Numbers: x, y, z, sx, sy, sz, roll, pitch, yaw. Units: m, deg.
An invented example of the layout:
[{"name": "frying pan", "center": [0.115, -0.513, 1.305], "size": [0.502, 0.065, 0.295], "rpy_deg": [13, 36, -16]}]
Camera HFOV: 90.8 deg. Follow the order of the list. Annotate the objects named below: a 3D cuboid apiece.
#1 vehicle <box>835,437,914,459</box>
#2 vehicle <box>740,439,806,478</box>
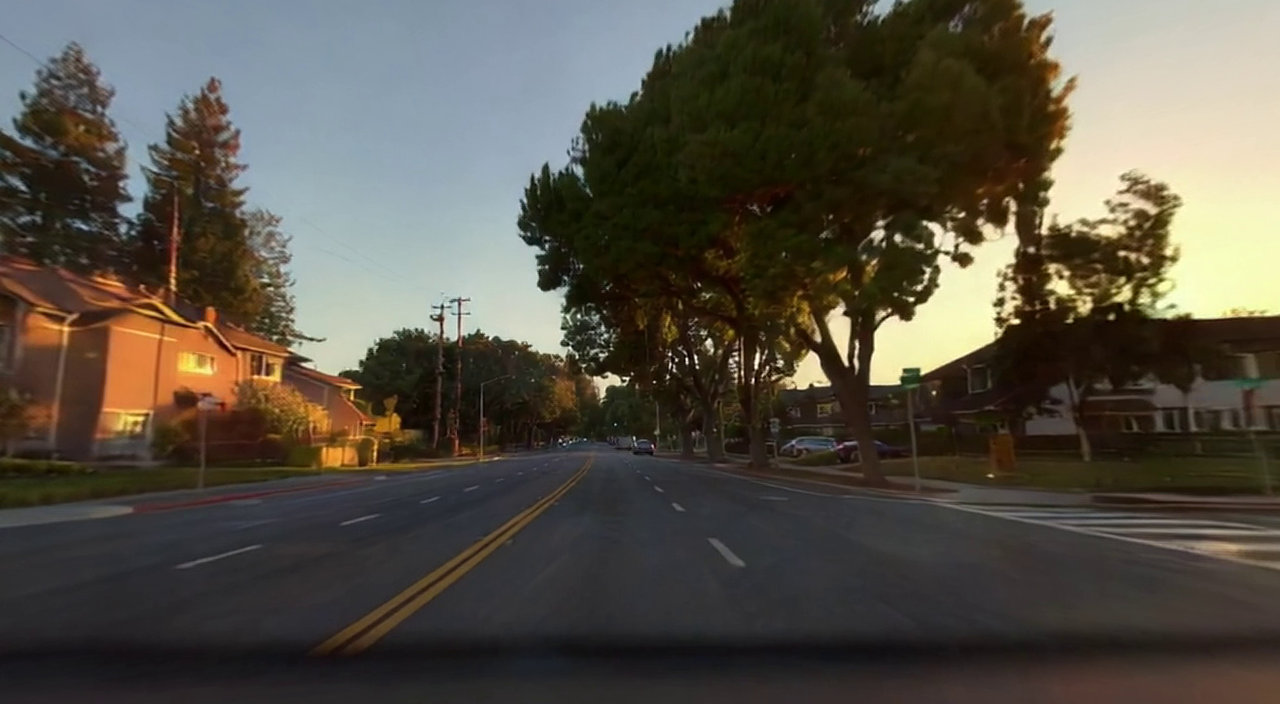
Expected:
[{"name": "vehicle", "center": [16.022, 6.588, 43.346], "size": [4.656, 1.466, 1.924], "rpy_deg": [0, -8, -1]}, {"name": "vehicle", "center": [6.140, 4.972, 29.747], "size": [2.024, 1.710, 4.525], "rpy_deg": [0, -8, -1]}]
